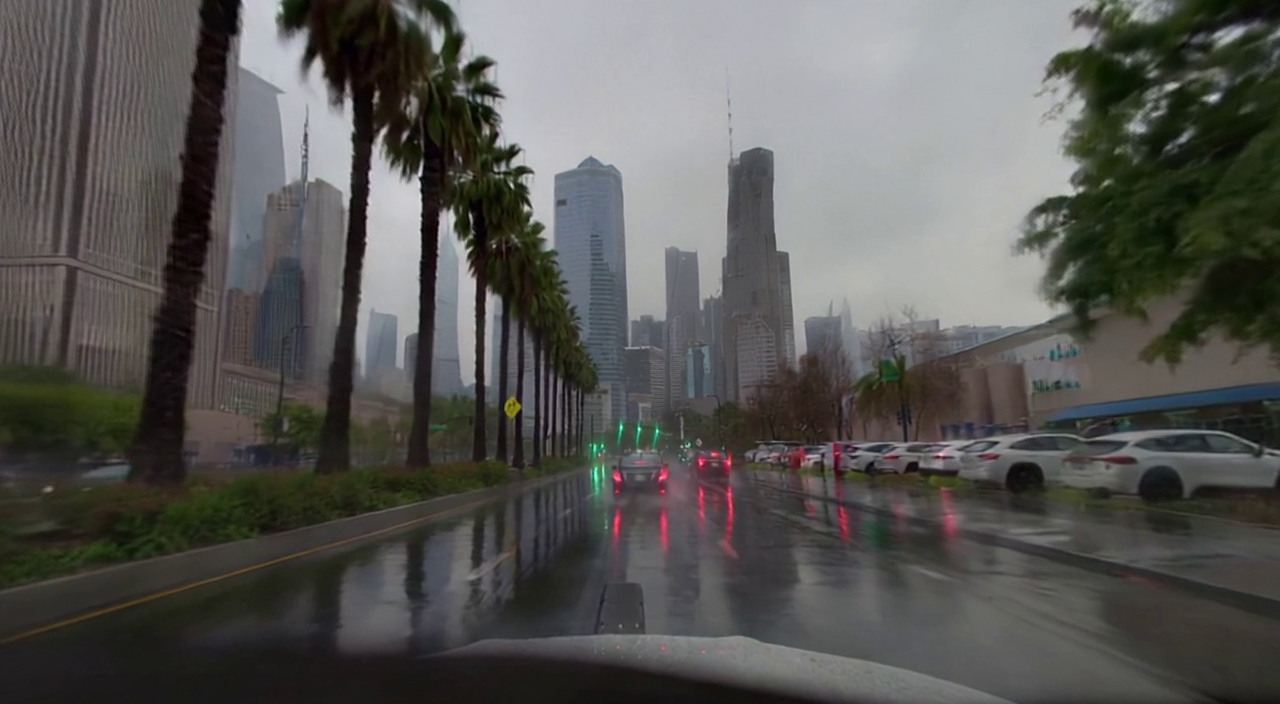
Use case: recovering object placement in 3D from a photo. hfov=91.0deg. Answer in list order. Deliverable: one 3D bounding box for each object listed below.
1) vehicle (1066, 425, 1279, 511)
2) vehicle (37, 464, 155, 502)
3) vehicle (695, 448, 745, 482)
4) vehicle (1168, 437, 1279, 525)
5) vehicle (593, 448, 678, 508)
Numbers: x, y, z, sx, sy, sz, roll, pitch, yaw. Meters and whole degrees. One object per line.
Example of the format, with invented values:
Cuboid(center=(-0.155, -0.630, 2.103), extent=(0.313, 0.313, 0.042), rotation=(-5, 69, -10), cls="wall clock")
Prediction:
Cuboid(center=(12.909, 2.597, 14.388), extent=(4.696, 1.776, 2.253), rotation=(0, -9, -3), cls="vehicle")
Cuboid(center=(-26.569, 6.375, 30.965), extent=(1.913, 1.604, 4.331), rotation=(0, -9, 0), cls="vehicle")
Cuboid(center=(4.422, 6.304, 35.479), extent=(2.136, 1.774, 4.778), rotation=(0, -9, 0), cls="vehicle")
Cuboid(center=(13.054, 2.364, 11.798), extent=(4.363, 1.488, 2.248), rotation=(1, -9, -3), cls="vehicle")
Cuboid(center=(-0.082, 3.611, 18.486), extent=(2.235, 1.528, 3.876), rotation=(0, -9, 1), cls="vehicle")
